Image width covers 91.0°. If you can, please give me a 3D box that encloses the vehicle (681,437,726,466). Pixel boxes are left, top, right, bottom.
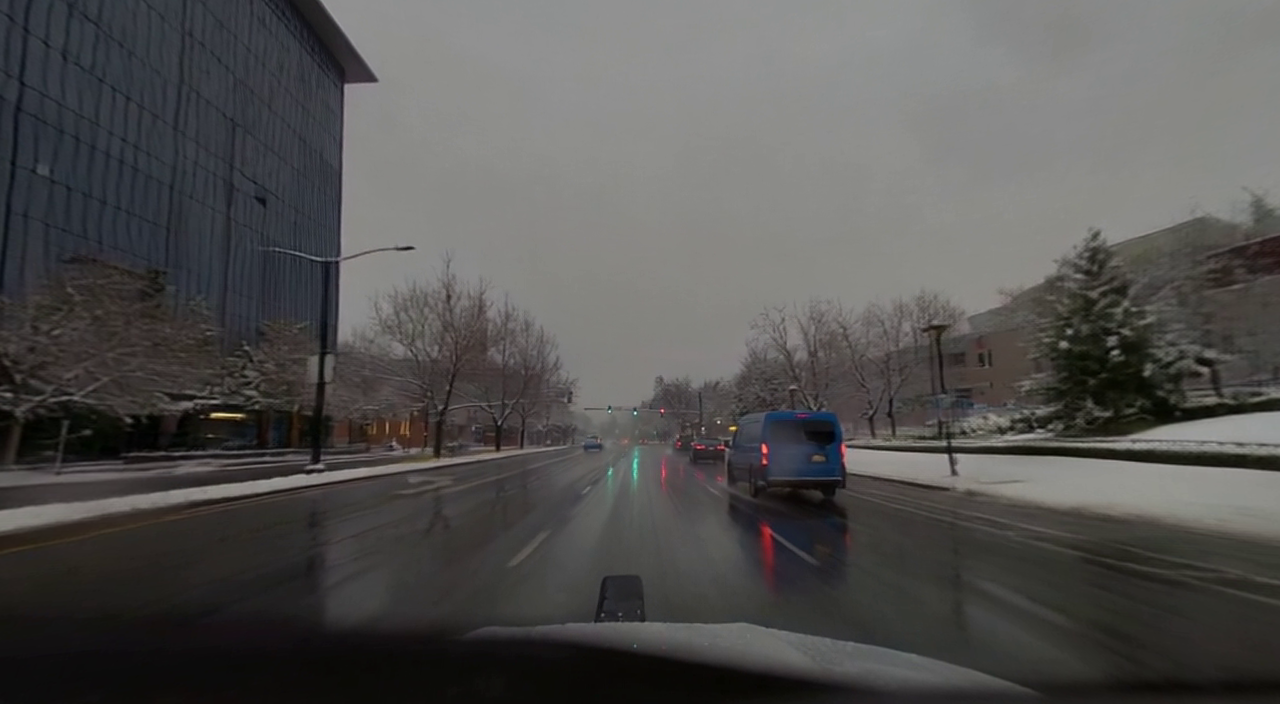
[{"bbox_3d":[3.378,5.383,34.219,1.867,1.493,4.190,0,-8,-1],"label":"vehicle"}]

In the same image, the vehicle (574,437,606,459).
[{"bbox_3d":[-3.454,6.790,44.425,1.864,1.464,4.195,0,-8,1],"label":"vehicle"}]

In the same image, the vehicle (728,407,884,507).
[{"bbox_3d":[3.563,2.405,14.767,2.200,1.914,5.145,0,-8,-1],"label":"vehicle"}]
